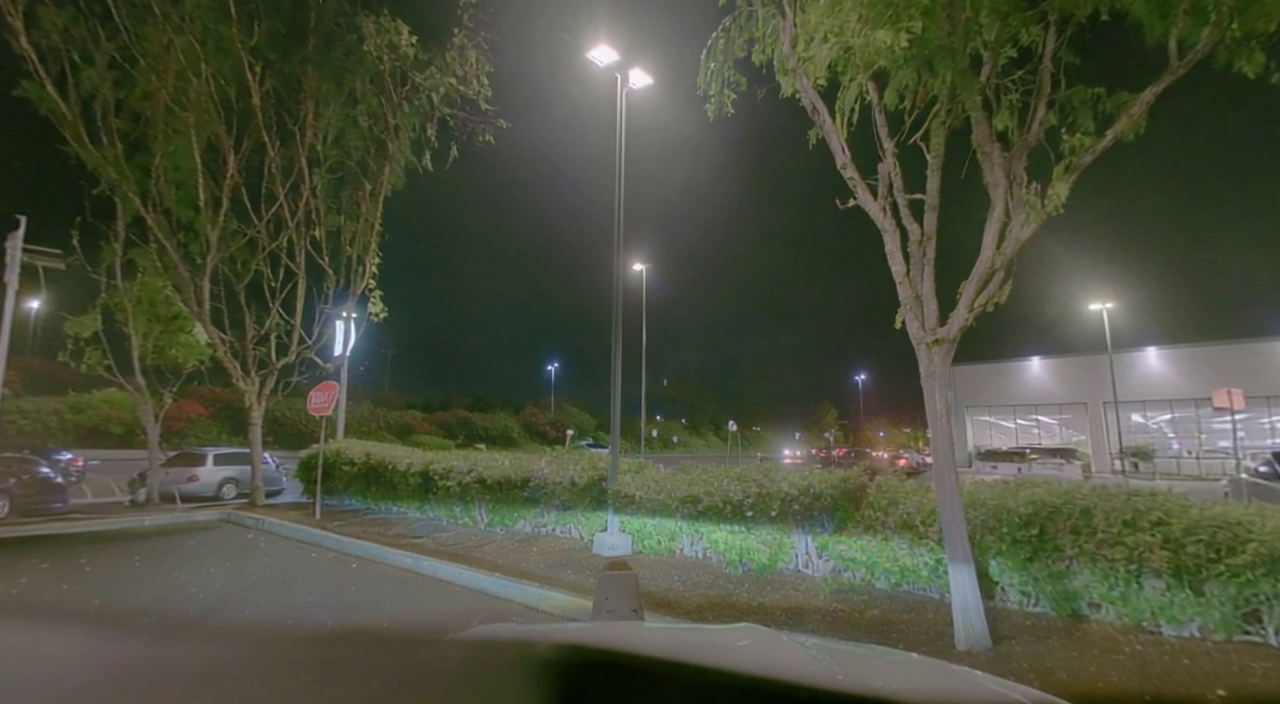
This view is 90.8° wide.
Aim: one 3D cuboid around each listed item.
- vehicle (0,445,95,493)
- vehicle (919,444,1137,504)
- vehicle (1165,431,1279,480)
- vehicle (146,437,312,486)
[{"bbox_3d":[-19.430,3.563,19.214,1.790,1.396,4.000,-9,-12,40],"label":"vehicle"},{"bbox_3d":[10.669,3.310,17.638,4.772,1.441,1.976,-8,-12,43],"label":"vehicle"},{"bbox_3d":[23.370,3.918,24.022,4.939,1.664,2.055,-10,-10,42],"label":"vehicle"},{"bbox_3d":[-15.216,4.039,23.602,1.921,1.632,4.752,-8,-11,42],"label":"vehicle"}]
